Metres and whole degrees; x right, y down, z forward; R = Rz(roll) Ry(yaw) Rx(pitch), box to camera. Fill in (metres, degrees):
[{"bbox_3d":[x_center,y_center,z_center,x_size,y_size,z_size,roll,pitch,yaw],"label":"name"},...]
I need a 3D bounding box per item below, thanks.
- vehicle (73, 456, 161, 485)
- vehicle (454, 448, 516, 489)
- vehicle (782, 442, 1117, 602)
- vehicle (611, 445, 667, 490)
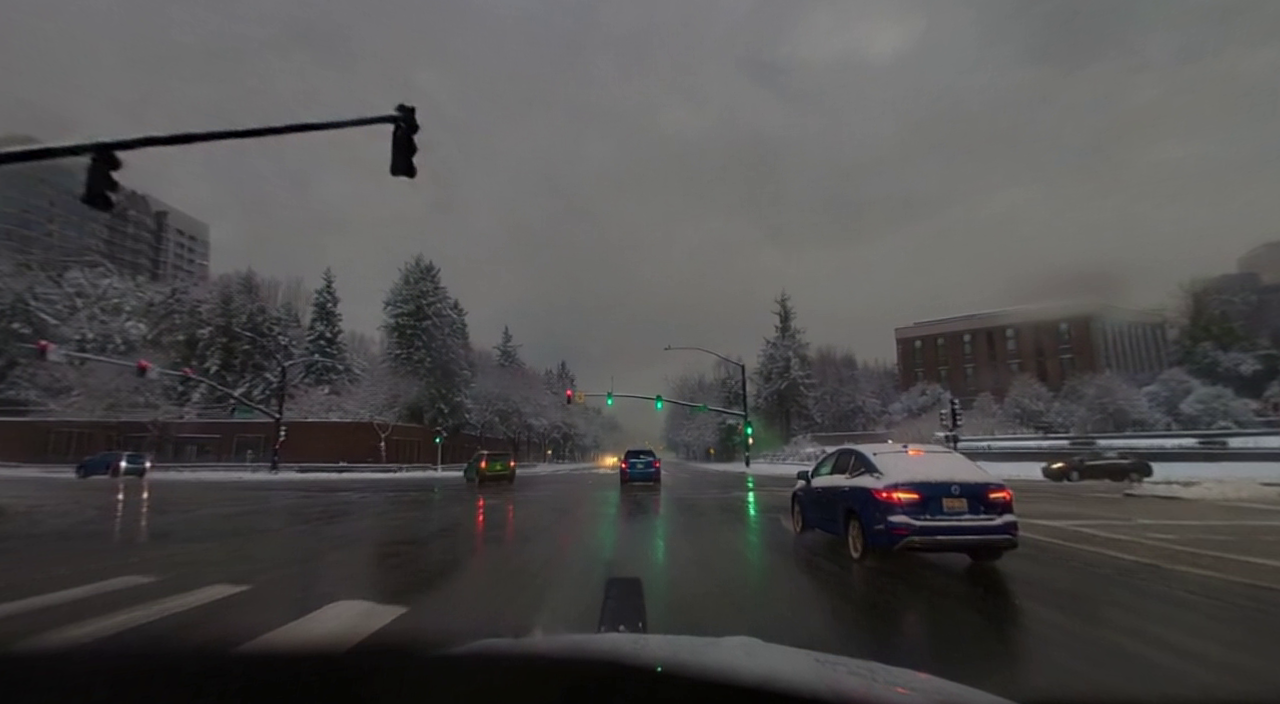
[{"bbox_3d":[-31.487,7.091,37.817,4.422,1.605,1.955,-3,-9,20],"label":"vehicle"},{"bbox_3d":[-6.985,5.142,28.068,1.987,1.633,4.005,4,-9,-23],"label":"vehicle"},{"bbox_3d":[3.407,1.931,8.178,2.056,1.468,4.520,0,-9,0],"label":"vehicle"},{"bbox_3d":[-0.044,4.669,25.717,2.108,1.654,4.235,0,-9,0],"label":"vehicle"}]
